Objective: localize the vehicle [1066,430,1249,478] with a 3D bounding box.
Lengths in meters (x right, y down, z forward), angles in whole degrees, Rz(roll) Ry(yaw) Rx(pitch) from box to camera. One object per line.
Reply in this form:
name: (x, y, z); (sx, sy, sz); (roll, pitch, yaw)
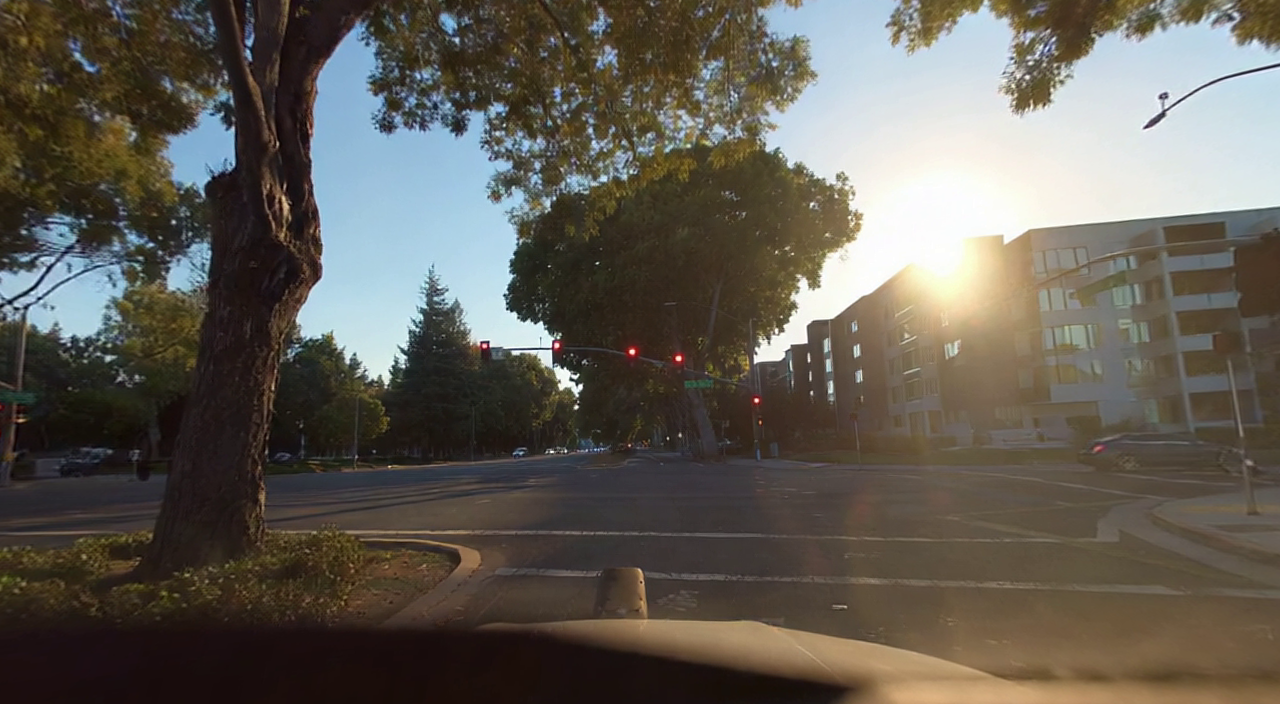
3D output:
vehicle: (20.760, 4.100, 25.570); (5.357, 1.814, 2.141); (-1, -8, 3)
